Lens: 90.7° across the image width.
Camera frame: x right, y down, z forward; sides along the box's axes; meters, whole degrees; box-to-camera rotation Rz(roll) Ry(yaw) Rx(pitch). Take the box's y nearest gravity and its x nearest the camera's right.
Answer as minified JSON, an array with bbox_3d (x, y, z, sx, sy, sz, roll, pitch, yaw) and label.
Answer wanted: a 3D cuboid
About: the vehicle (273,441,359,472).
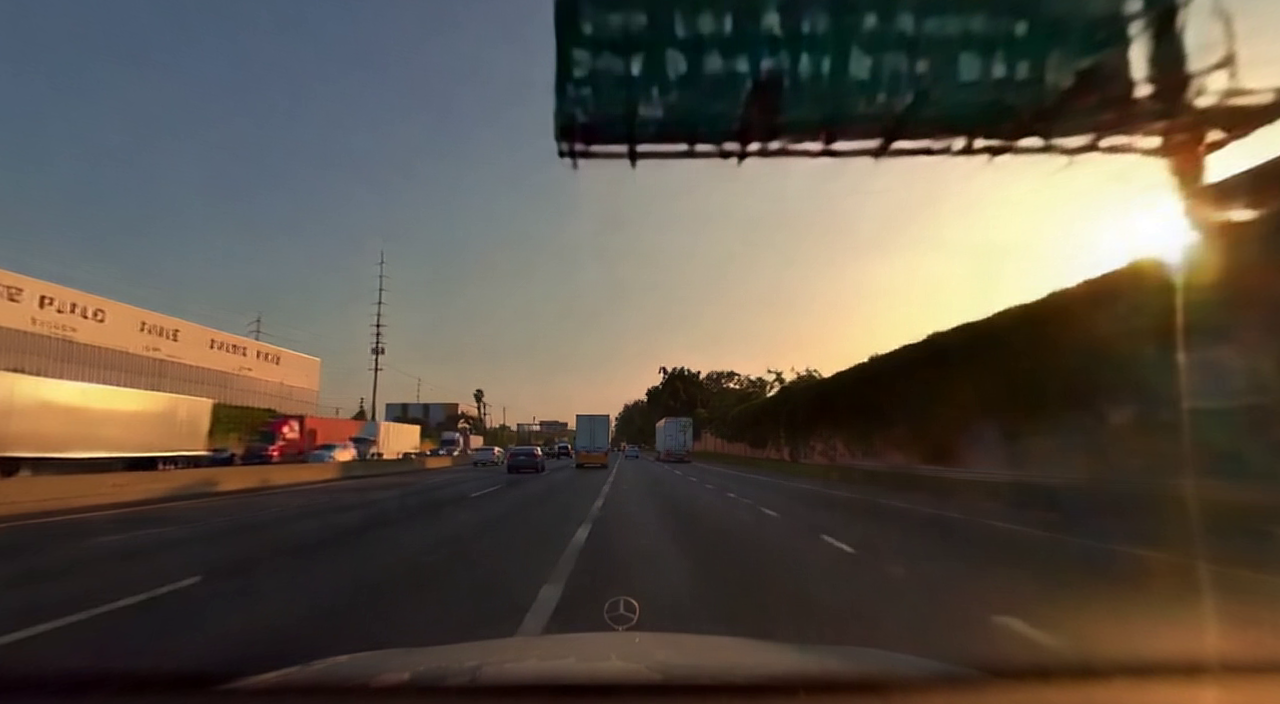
[{"bbox_3d":[-19.284,6.231,37.999,2.180,1.717,5.809,0,-9,-1],"label":"vehicle"}]

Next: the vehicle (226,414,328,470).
[{"bbox_3d":[-27.208,6.876,48.042,2.985,3.820,8.369,0,-9,-3],"label":"vehicle"}]

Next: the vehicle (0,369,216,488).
[{"bbox_3d":[-22.870,3.220,25.449,2.814,3.929,13.332,0,-9,-2],"label":"vehicle"}]

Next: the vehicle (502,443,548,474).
[{"bbox_3d":[-6.662,6.177,37.075,2.132,1.679,4.045,0,-9,-2],"label":"vehicle"}]
